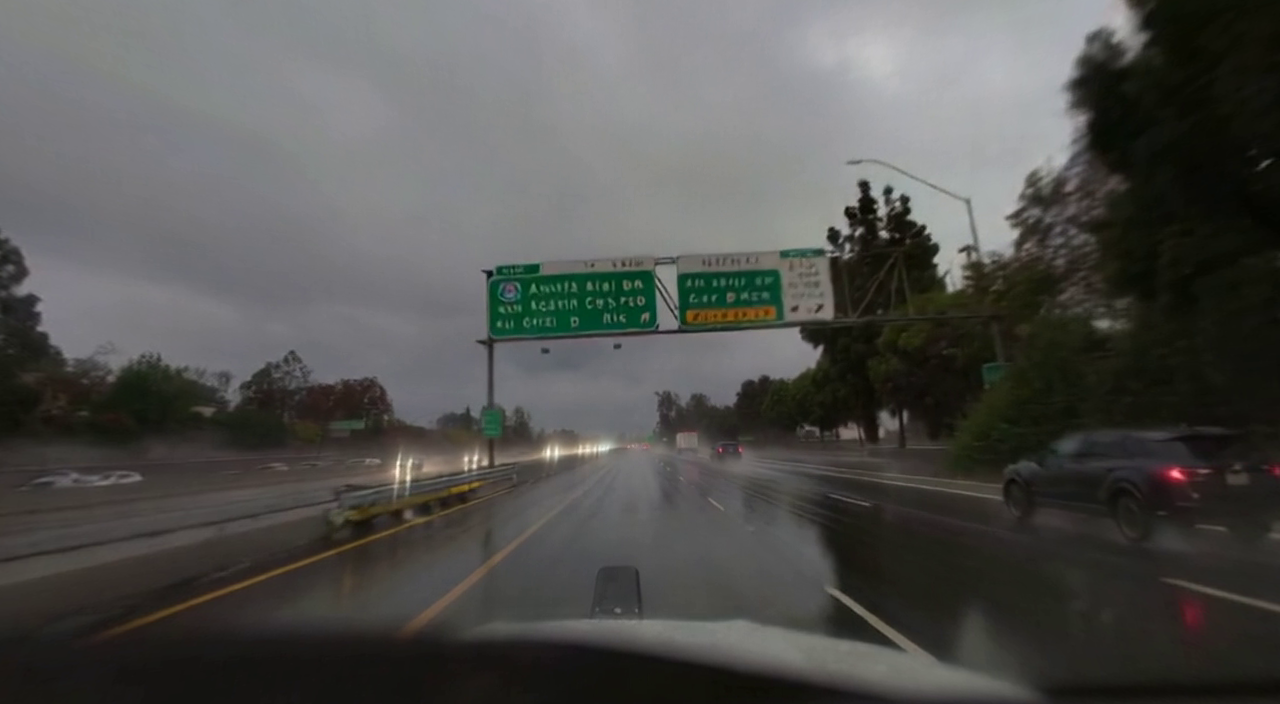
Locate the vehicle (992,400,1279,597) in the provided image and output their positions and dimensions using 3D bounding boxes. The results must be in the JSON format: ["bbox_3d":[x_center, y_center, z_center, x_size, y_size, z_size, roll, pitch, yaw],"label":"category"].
[{"bbox_3d":[6.450,1.513,7.155,2.052,1.660,4.837,0,-9,-1],"label":"vehicle"}]

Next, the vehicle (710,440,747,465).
[{"bbox_3d":[6.411,7.349,46.311,2.030,1.706,4.279,0,-9,-1],"label":"vehicle"}]
